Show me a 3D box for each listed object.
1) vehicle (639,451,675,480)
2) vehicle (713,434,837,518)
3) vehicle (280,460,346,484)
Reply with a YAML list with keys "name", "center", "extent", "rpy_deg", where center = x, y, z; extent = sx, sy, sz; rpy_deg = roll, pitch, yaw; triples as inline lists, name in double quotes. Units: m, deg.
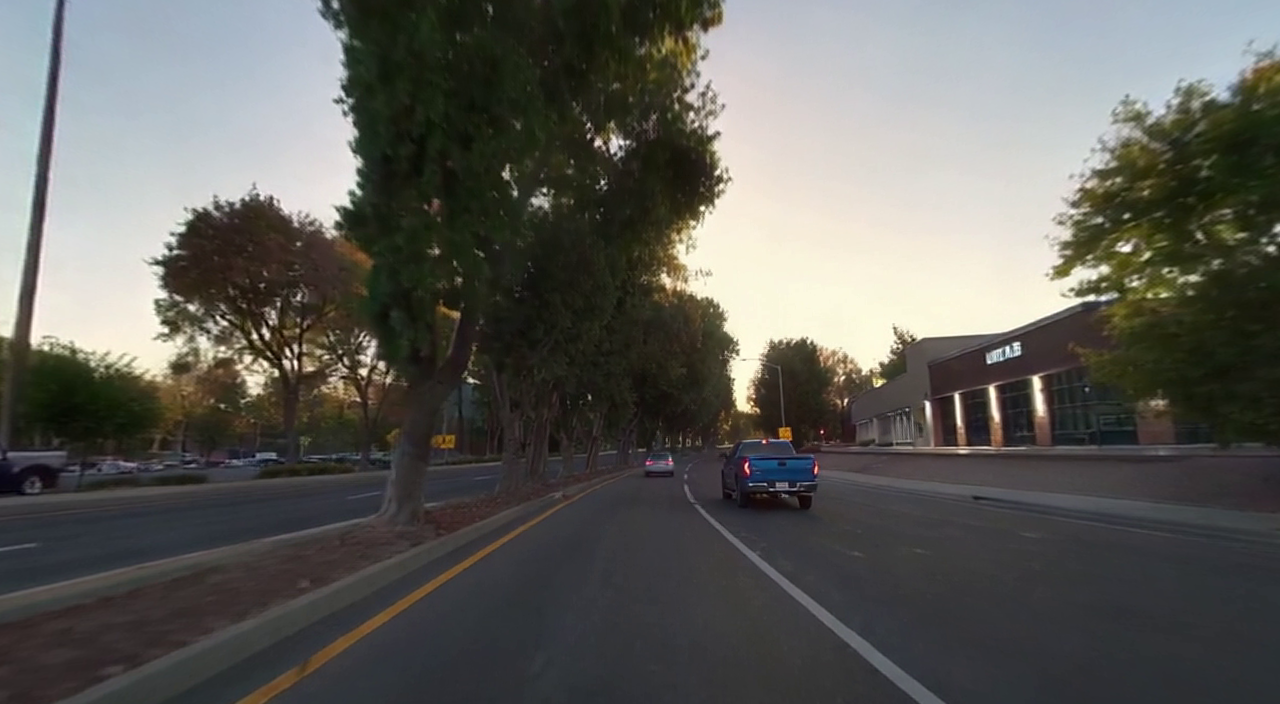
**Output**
- name: "vehicle"
  center: [1.050, 6.534, 36.490]
  extent: [1.968, 1.521, 4.262]
  rpy_deg: [0, -9, 3]
- name: "vehicle"
  center: [3.482, 3.333, 17.587]
  extent: [2.367, 1.919, 5.651]
  rpy_deg: [0, -9, 2]
- name: "vehicle"
  center: [-23.375, 8.565, 45.186]
  extent: [1.890, 1.519, 4.431]
  rpy_deg: [-1, -9, 8]
